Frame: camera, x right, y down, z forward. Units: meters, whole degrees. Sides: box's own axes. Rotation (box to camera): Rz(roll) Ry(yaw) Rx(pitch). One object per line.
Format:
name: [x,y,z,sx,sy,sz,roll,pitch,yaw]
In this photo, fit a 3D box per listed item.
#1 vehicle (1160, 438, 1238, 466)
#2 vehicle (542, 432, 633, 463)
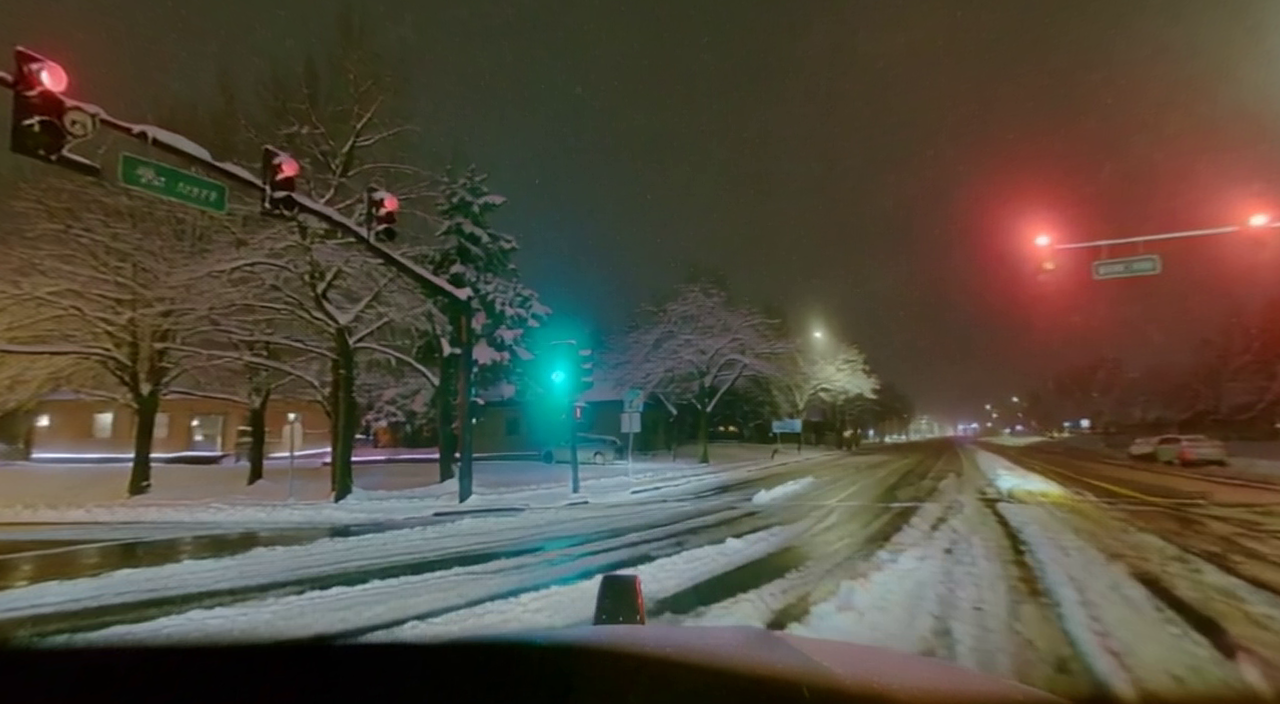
vehicle: [31.913,5.719,36.233,1.893,1.454,4.483,-4,-9,23]
vehicle: [-2.940,5.400,35.537,4.765,1.593,1.891,-4,-9,21]
